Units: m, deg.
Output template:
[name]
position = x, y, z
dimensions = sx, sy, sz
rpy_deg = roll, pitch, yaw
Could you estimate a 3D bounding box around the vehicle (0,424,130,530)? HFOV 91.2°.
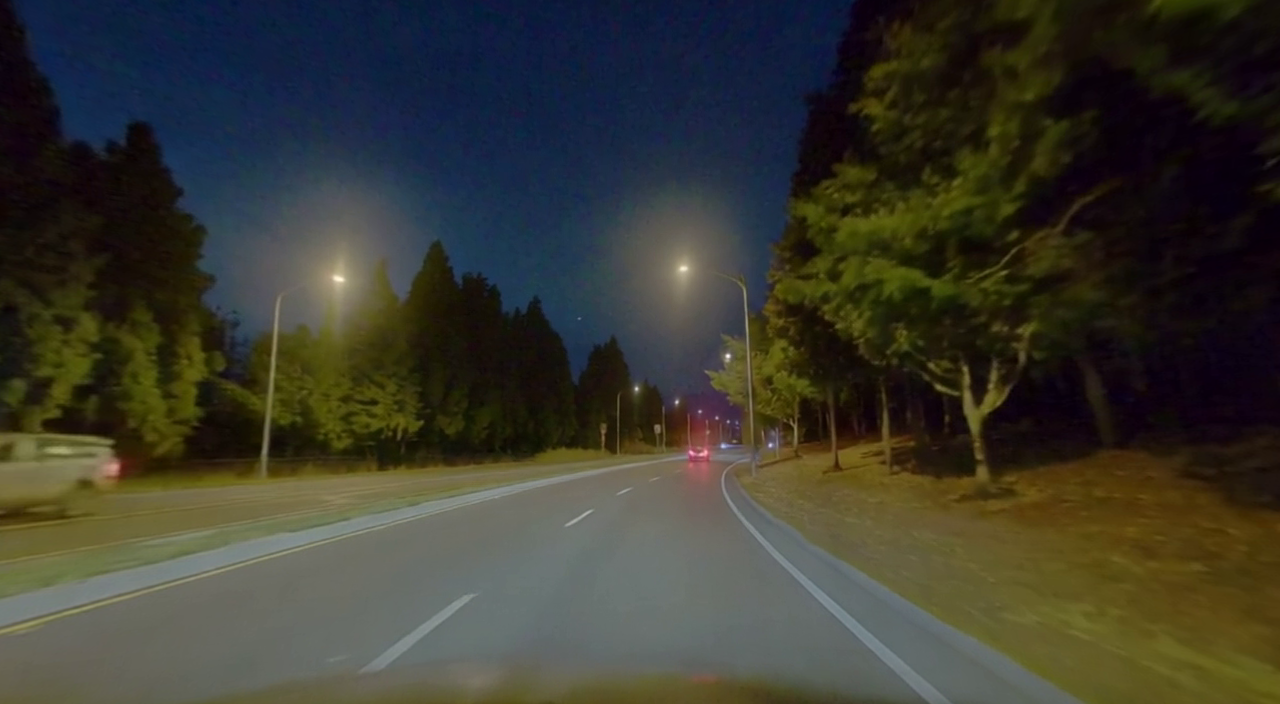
[vehicle]
position = -11.131, 2.006, 10.042
dimensions = 2.023, 1.657, 4.394
rpy_deg = -1, -9, 3
